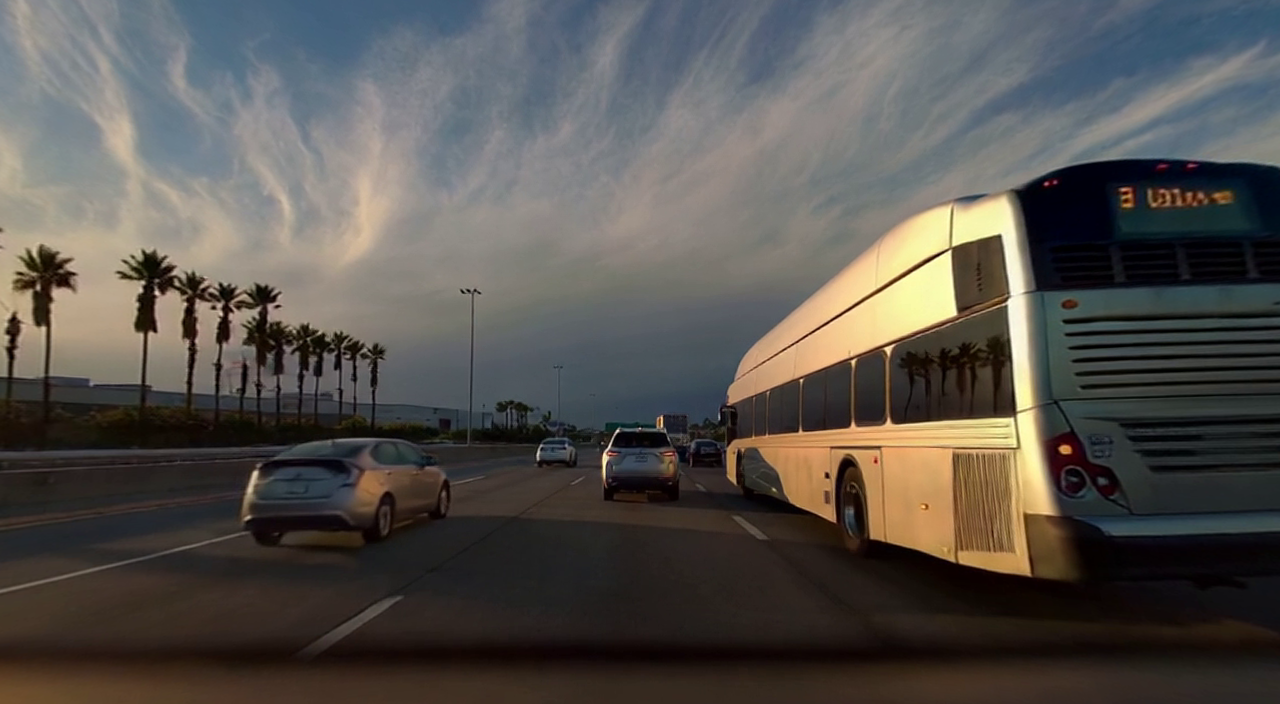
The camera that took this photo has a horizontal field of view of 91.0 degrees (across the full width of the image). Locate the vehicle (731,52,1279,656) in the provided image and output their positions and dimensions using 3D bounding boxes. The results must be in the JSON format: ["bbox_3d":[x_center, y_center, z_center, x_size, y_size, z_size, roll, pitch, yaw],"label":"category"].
[{"bbox_3d":[4.007,0.964,10.804,3.020,3.622,14.302,0,-9,1],"label":"vehicle"}]

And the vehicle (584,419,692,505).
[{"bbox_3d":[-0.009,2.640,15.454,2.268,1.796,4.280,0,-9,1],"label":"vehicle"}]

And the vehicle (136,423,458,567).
[{"bbox_3d":[-4.386,1.901,9.185,2.040,1.536,4.680,0,-9,0],"label":"vehicle"}]

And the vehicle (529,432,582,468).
[{"bbox_3d":[-4.475,5.279,33.958,2.100,1.765,4.743,0,-9,1],"label":"vehicle"}]

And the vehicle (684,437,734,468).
[{"bbox_3d":[3.561,5.326,33.392,2.039,1.516,4.521,0,-9,-2],"label":"vehicle"}]
